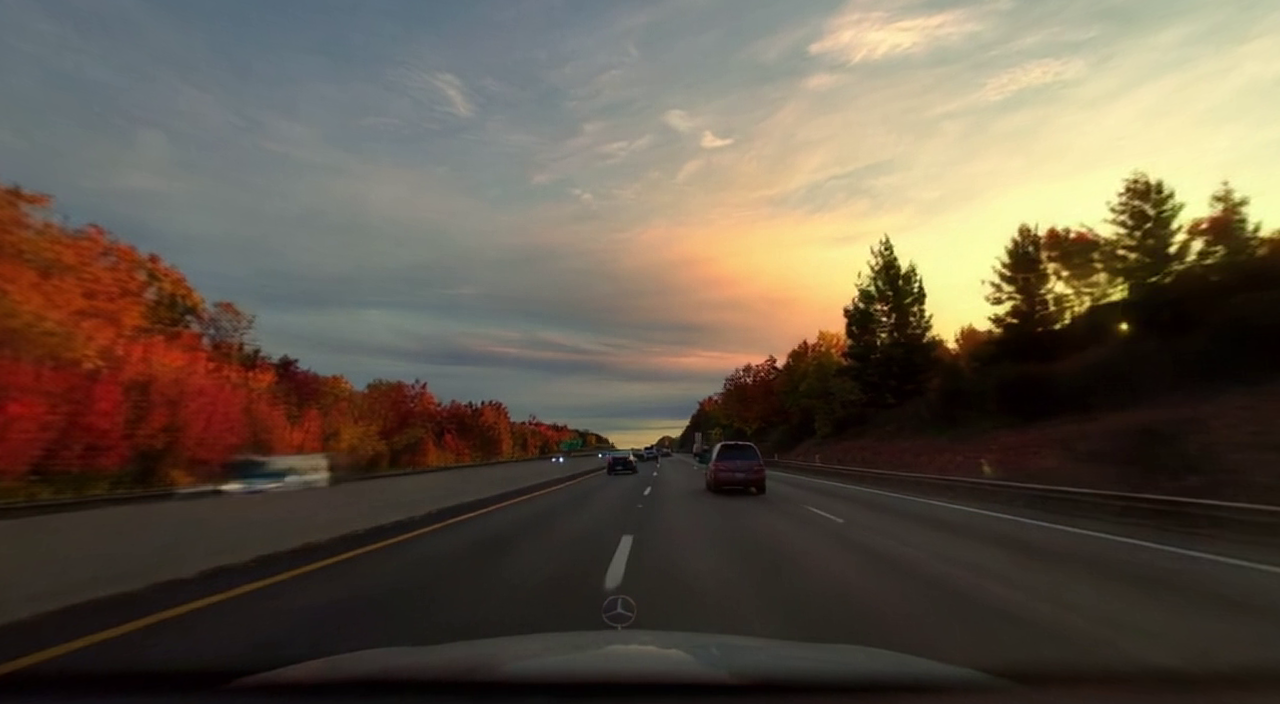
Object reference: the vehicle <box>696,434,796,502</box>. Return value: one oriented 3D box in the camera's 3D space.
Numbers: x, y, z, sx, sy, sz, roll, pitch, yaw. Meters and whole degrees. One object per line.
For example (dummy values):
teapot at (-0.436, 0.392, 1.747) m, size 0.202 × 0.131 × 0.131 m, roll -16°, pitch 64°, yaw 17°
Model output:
vehicle at (2.920, 3.330, 18.387) m, size 2.250 × 1.718 × 4.358 m, roll -1°, pitch -9°, yaw 1°

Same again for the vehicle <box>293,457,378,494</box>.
vehicle at (-15.126, 6.116, 31.400) m, size 1.938 × 1.618 × 4.309 m, roll -1°, pitch -9°, yaw 2°

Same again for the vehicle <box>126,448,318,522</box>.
vehicle at (-10.788, 3.415, 16.659) m, size 1.996 × 1.663 × 4.278 m, roll -1°, pitch -9°, yaw 2°

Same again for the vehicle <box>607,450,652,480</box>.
vehicle at (-0.453, 5.703, 31.829) m, size 2.037 × 1.418 × 3.793 m, roll -1°, pitch -9°, yaw 3°
